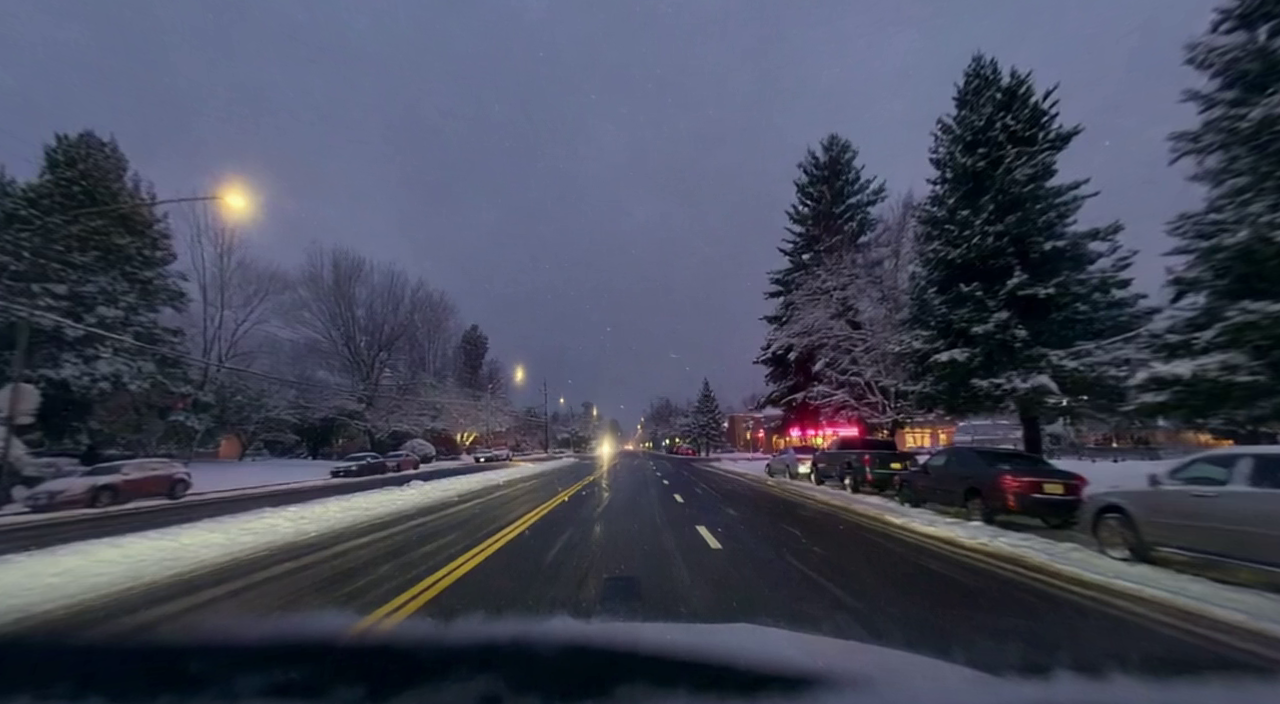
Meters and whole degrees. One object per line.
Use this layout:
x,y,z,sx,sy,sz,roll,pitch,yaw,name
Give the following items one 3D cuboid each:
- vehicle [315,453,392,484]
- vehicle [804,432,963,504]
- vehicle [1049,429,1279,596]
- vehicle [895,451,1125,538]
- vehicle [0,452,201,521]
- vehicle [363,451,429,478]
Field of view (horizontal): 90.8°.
-14.889,6.045,33.119,1.836,1.473,4.413,-1,-9,2,vehicle
7.346,3.588,20.090,2.610,1.915,6.019,0,-9,0,vehicle
7.389,1.734,7.180,1.975,1.656,5.200,0,-9,0,vehicle
7.274,2.808,13.153,1.845,1.428,4.668,0,-9,-2,vehicle
-14.840,3.642,17.713,1.936,1.646,4.375,0,-9,-1,vehicle
-14.731,6.822,38.484,2.124,1.501,4.807,0,-9,-1,vehicle
